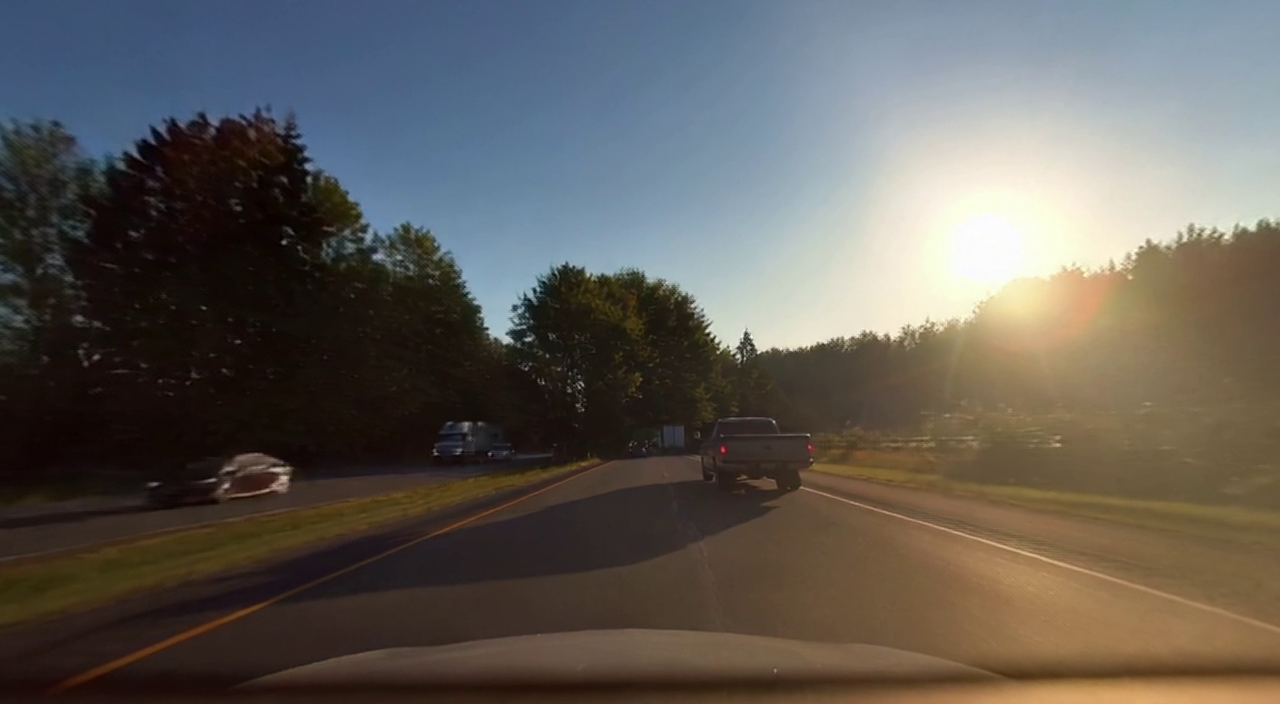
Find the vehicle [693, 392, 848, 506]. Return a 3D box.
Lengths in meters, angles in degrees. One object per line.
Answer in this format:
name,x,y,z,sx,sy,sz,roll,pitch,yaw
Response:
vehicle,3.062,2.531,16.709,2.677,2.439,6.402,0,-8,-1

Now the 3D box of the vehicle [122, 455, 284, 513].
vehicle,-12.958,3.888,19.068,1.737,1.450,4.343,0,-8,1
